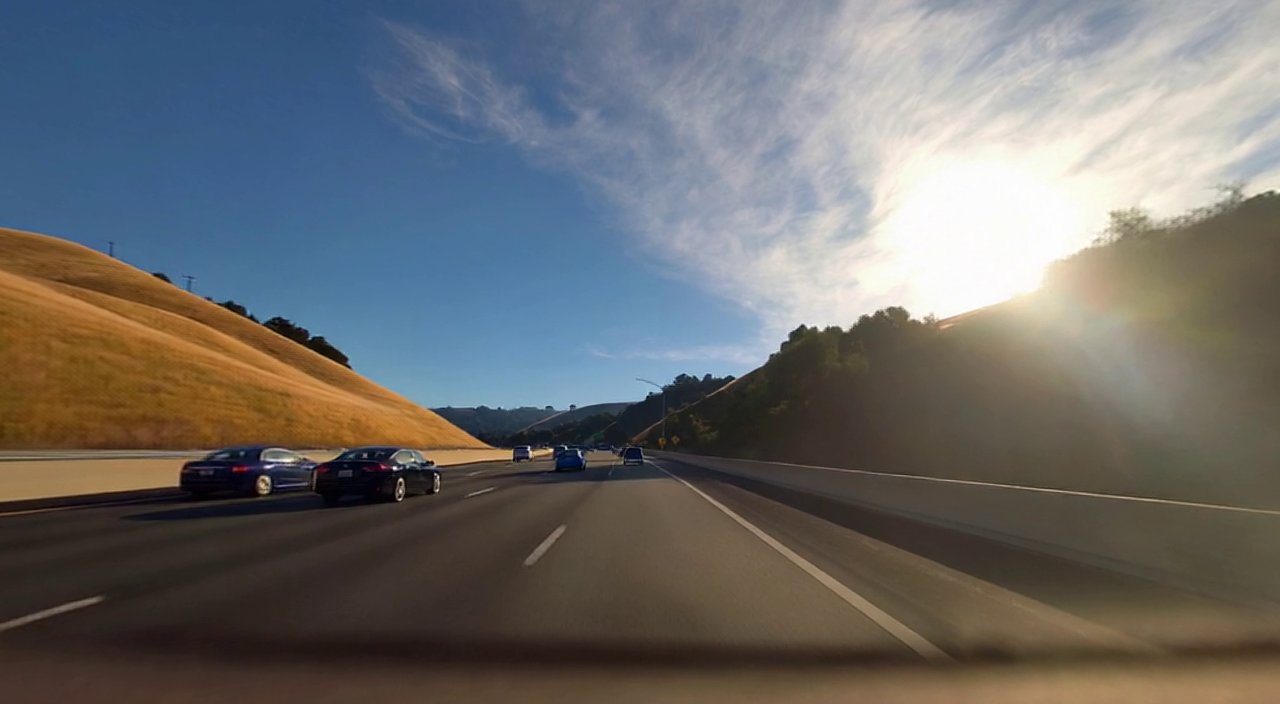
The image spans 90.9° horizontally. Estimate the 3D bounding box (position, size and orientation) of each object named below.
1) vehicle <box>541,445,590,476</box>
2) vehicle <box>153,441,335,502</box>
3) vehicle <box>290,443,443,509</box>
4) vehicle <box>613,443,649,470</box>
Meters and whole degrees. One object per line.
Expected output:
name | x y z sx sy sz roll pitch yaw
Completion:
vehicle | -3.827 5.675 33.362 2.144 1.505 4.649 0 -8 -1
vehicle | -11.027 3.328 18.144 2.048 1.501 4.898 0 -8 0
vehicle | -6.718 3.057 16.105 1.991 1.441 4.265 0 -8 0
vehicle | -0.652 6.791 41.282 2.225 1.674 4.044 0 -8 -2
